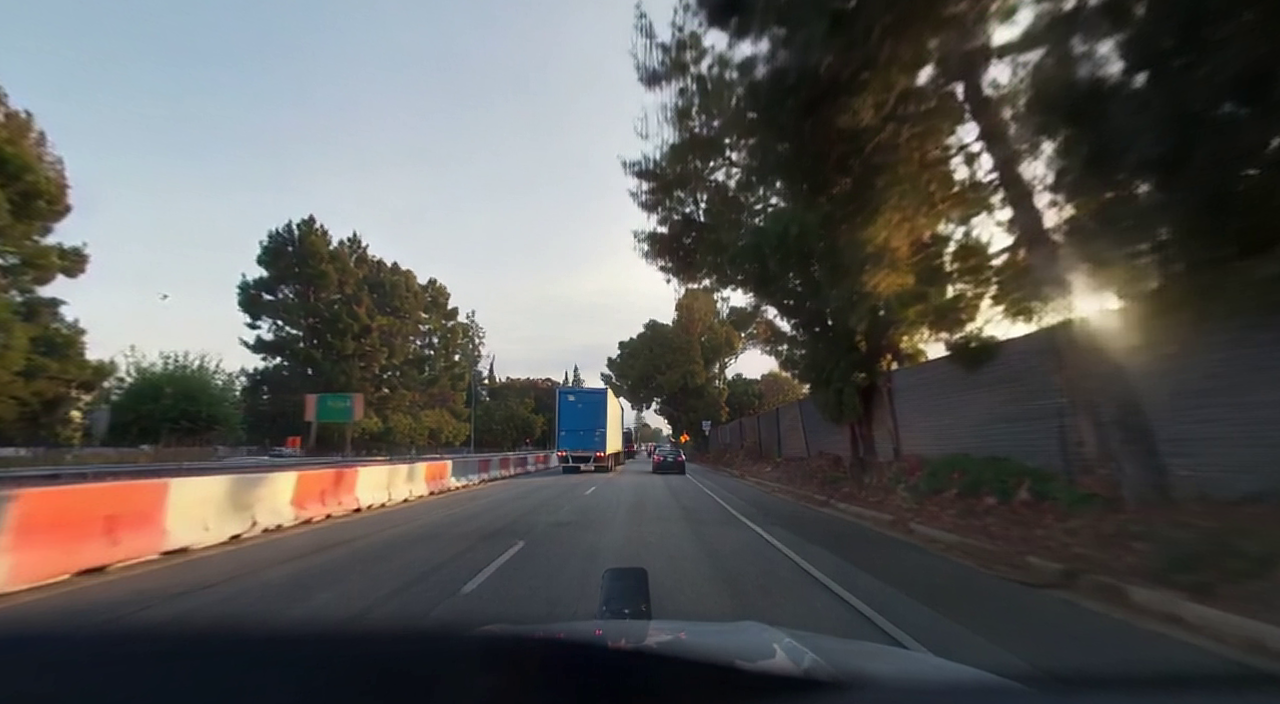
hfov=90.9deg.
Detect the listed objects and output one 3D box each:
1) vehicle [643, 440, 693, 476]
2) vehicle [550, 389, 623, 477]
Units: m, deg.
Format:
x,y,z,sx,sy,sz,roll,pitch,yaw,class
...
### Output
x,y,z,sx,sy,sz,roll,pitch,yaw,class
1.343,5.342,31.986,2.304,1.675,4.462,0,-8,0,vehicle
-2.729,4.922,37.495,2.906,4.115,15.715,0,-8,0,vehicle
